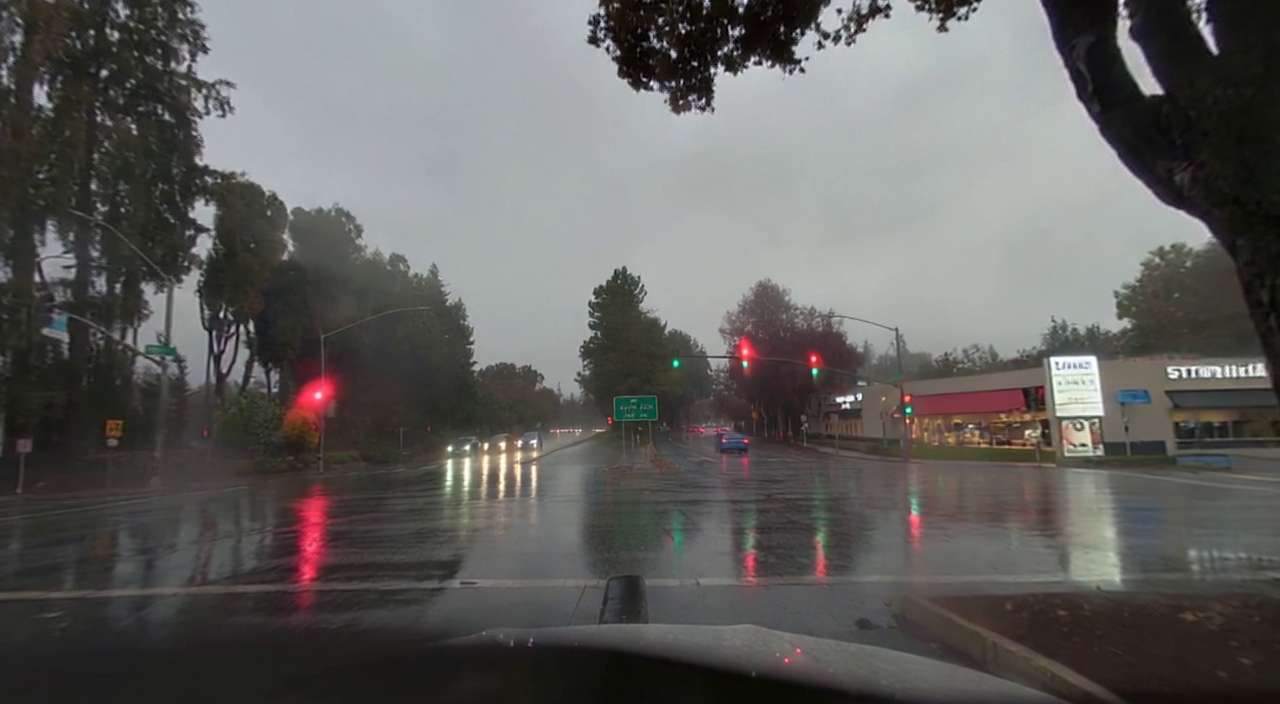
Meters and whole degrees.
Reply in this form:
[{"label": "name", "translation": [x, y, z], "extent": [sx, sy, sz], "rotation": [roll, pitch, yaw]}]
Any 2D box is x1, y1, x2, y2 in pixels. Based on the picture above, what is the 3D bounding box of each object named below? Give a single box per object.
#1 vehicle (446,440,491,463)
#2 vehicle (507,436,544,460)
[{"label": "vehicle", "translation": [-11.747, 6.838, 43.503], "extent": [2.111, 1.499, 4.371], "rotation": [0, -9, -3]}, {"label": "vehicle", "translation": [-8.041, 6.798, 44.629], "extent": [1.920, 1.546, 4.086], "rotation": [0, -9, -2]}]
